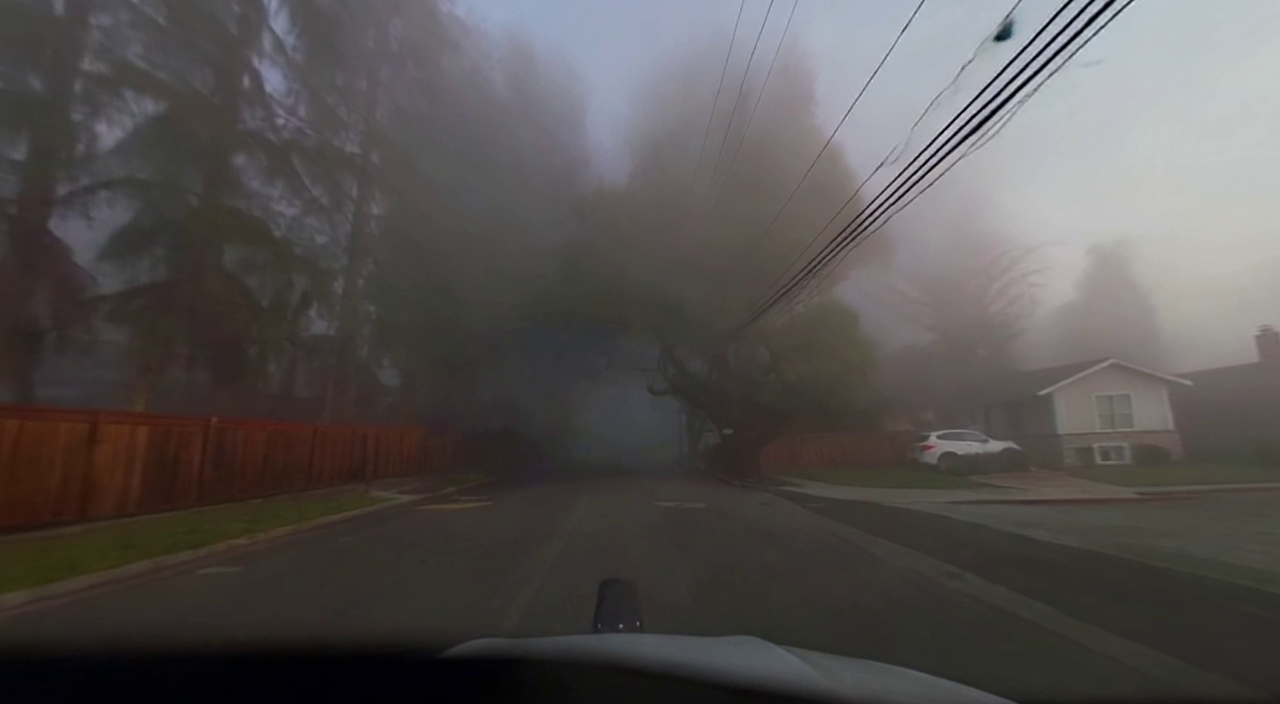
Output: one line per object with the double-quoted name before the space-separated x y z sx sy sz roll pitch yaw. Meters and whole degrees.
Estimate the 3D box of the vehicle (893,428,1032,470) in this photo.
"vehicle" 12.344 3.744 24.516 4.286 1.525 2.219 -1 -9 10
